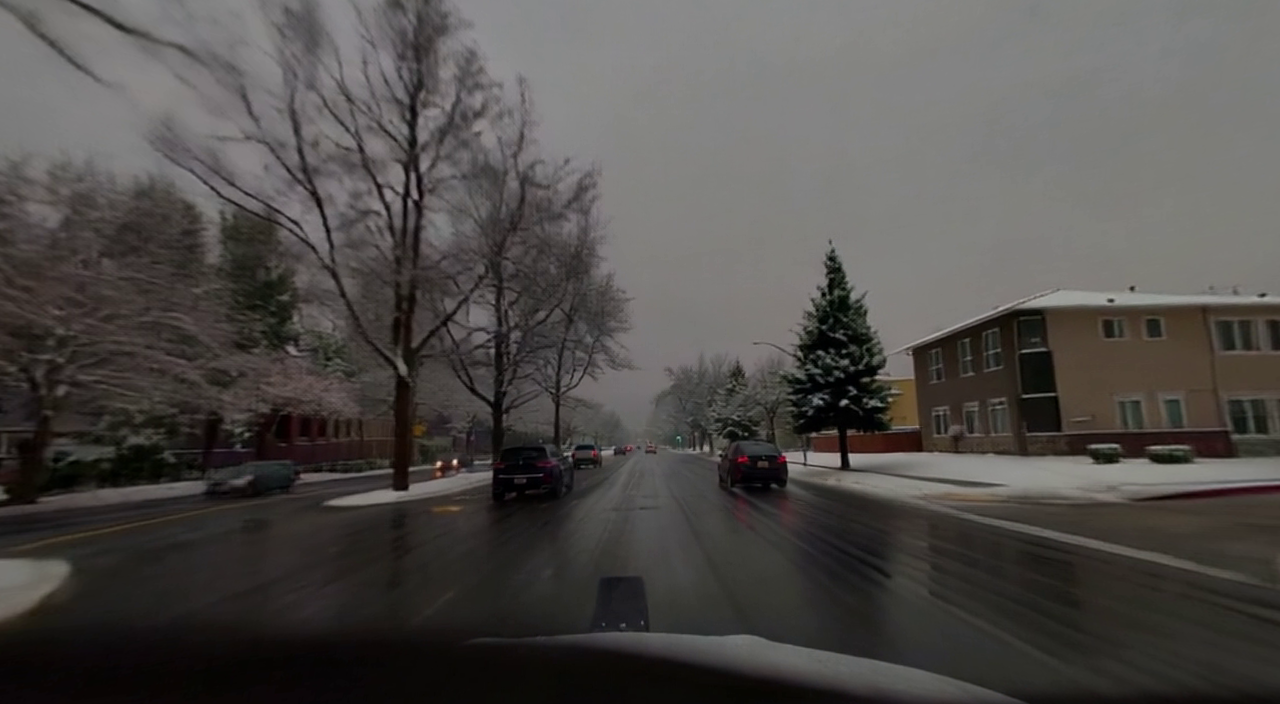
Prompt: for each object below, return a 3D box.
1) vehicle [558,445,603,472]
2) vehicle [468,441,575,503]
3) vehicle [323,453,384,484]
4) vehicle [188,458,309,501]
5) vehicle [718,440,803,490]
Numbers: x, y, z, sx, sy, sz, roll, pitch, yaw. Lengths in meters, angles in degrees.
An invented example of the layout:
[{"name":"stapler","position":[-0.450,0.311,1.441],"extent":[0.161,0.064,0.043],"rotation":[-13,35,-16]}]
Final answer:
[{"name":"vehicle","position":[-3.400,6.176,36.839],"extent":[1.988,1.497,4.404],"rotation":[0,-9,2]},{"name":"vehicle","position":[-3.140,3.276,17.696],"extent":[2.053,1.480,4.381],"rotation":[0,-9,1]},{"name":"vehicle","position":[-22.272,9.045,49.201],"extent":[2.523,2.213,4.637],"rotation":[0,-9,-1]},{"name":"vehicle","position":[-15.591,5.083,25.446],"extent":[1.997,1.472,4.426],"rotation":[0,-9,1]},{"name":"vehicle","position":[3.953,3.794,21.518],"extent":[2.010,1.486,4.498],"rotation":[0,-9,0]}]
